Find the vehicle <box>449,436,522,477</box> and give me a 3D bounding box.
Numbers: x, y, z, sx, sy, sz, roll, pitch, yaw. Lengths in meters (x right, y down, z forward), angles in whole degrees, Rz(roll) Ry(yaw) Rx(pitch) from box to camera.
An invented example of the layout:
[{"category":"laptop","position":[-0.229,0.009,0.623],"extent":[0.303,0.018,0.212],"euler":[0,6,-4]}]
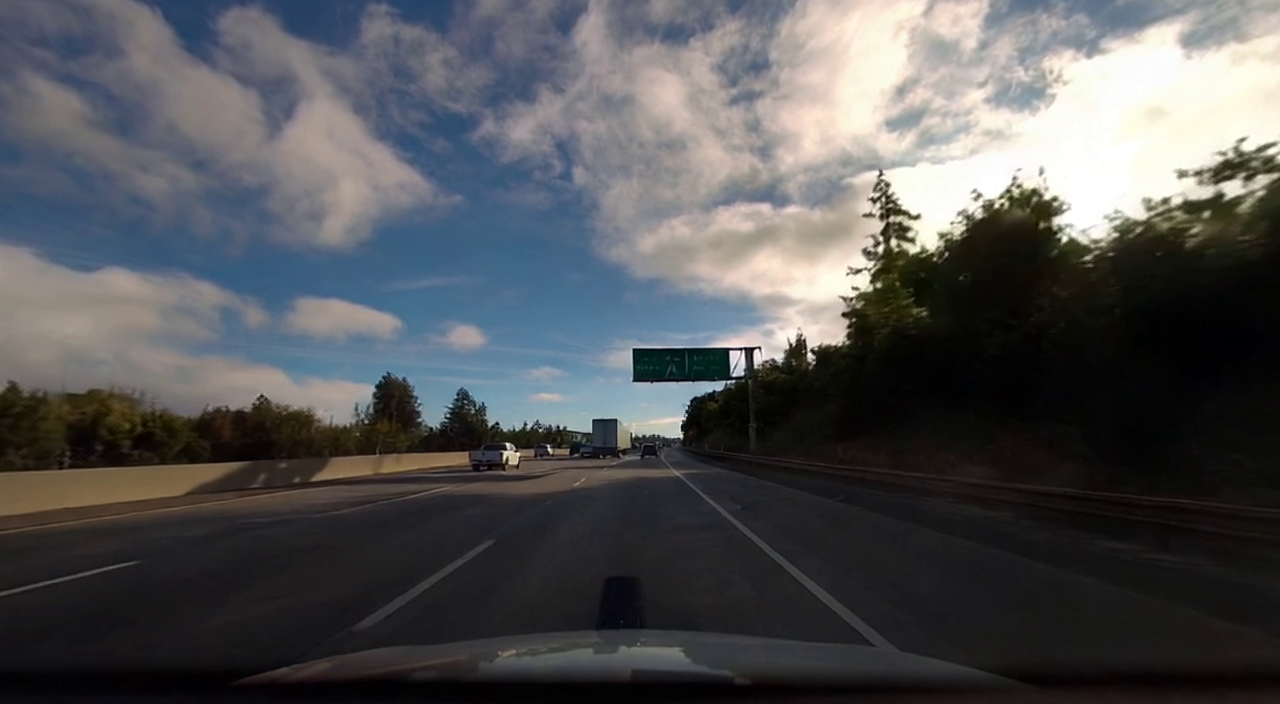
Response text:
[{"category":"vehicle","position":[-7.384,5.050,30.797],"extent":[2.115,1.778,5.572],"euler":[0,-9,0]}]
